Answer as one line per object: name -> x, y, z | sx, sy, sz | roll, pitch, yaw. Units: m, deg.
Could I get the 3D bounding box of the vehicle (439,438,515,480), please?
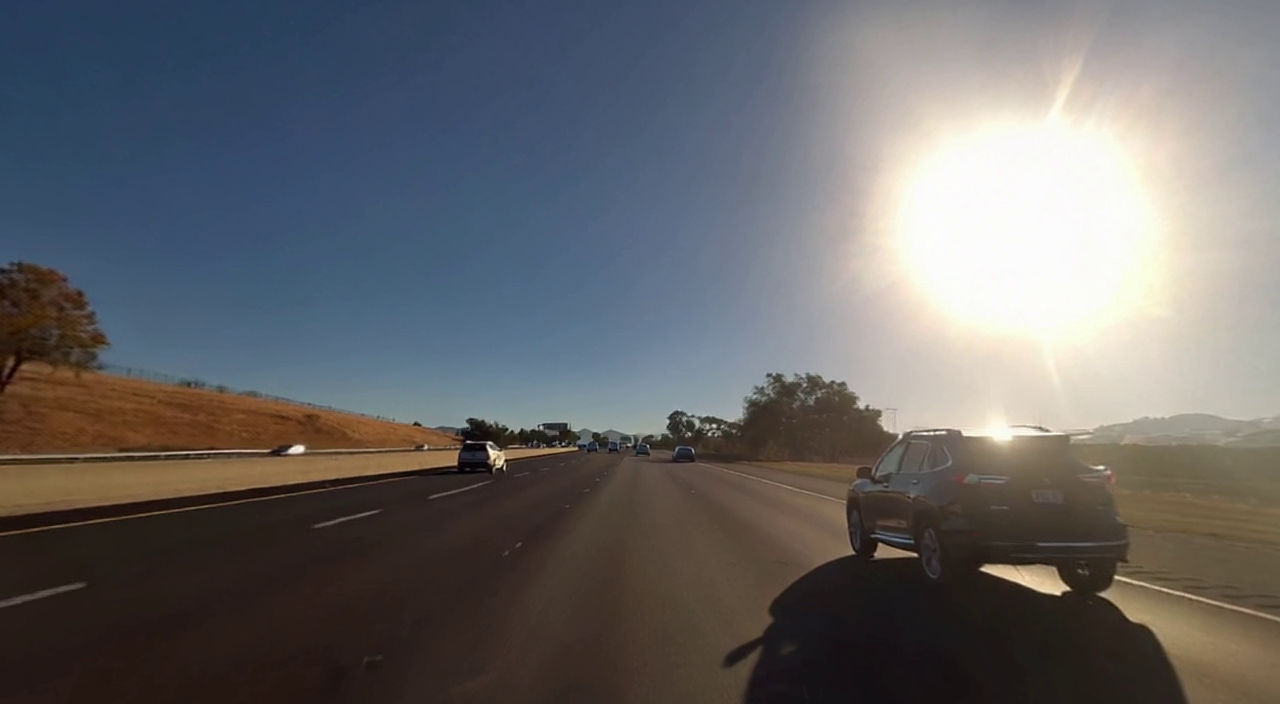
vehicle -> -7.223, 4.801, 28.531 | 2.095, 1.696, 4.680 | 0, -9, 1

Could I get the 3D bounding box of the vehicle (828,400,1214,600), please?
vehicle -> 4.310, 1.753, 8.362 | 2.153, 1.860, 4.689 | 0, -9, 0

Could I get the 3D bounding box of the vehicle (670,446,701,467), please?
vehicle -> 3.401, 7.939, 47.941 | 2.038, 1.497, 4.167 | 0, -9, -1
